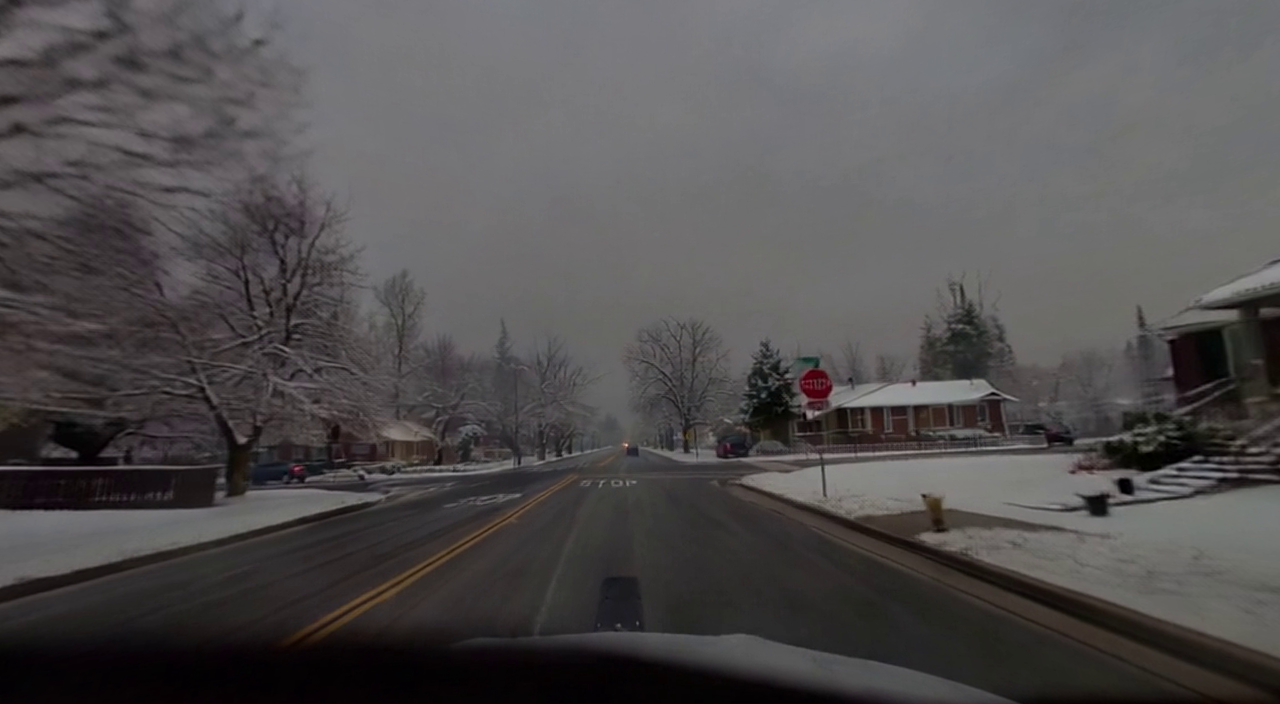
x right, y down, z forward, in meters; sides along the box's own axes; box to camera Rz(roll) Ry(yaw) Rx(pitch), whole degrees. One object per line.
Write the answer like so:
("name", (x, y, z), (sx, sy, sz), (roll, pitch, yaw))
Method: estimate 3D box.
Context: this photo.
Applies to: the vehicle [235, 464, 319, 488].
("vehicle", (-24.259, 8.298, 42.326), (4.380, 1.462, 1.864), (0, -9, -1))
